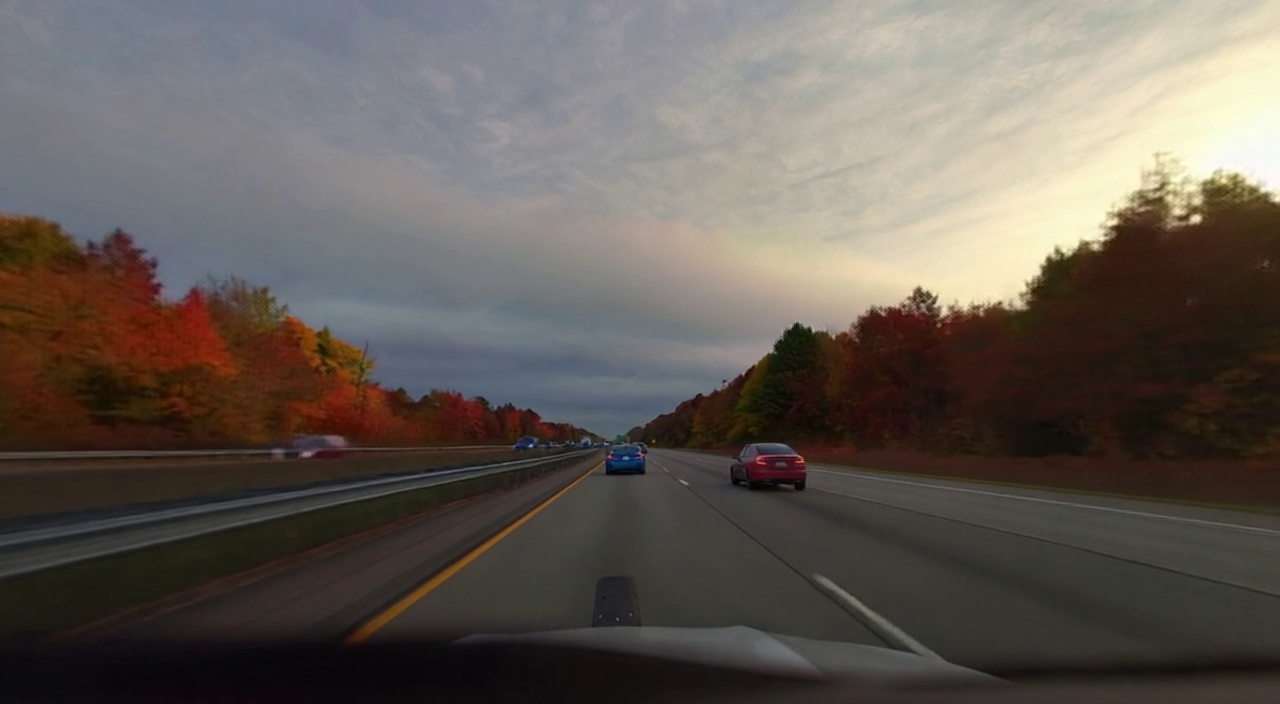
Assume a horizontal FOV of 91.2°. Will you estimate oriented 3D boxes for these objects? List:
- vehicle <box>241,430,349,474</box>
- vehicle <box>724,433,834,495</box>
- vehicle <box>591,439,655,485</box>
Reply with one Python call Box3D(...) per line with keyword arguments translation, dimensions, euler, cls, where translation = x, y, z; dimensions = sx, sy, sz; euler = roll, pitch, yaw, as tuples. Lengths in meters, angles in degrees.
Box3D(translation=(-14.175, 4.143, 26.103), dimensions=(1.954, 1.642, 4.540), euler=(0, -9, -1), cls="vehicle")
Box3D(translation=(3.902, 3.247, 18.439), dimensions=(2.300, 1.595, 4.144), euler=(-1, -9, 0), cls="vehicle")
Box3D(translation=(-0.582, 4.032, 23.211), dimensions=(2.128, 1.516, 4.410), euler=(0, -9, 0), cls="vehicle")
